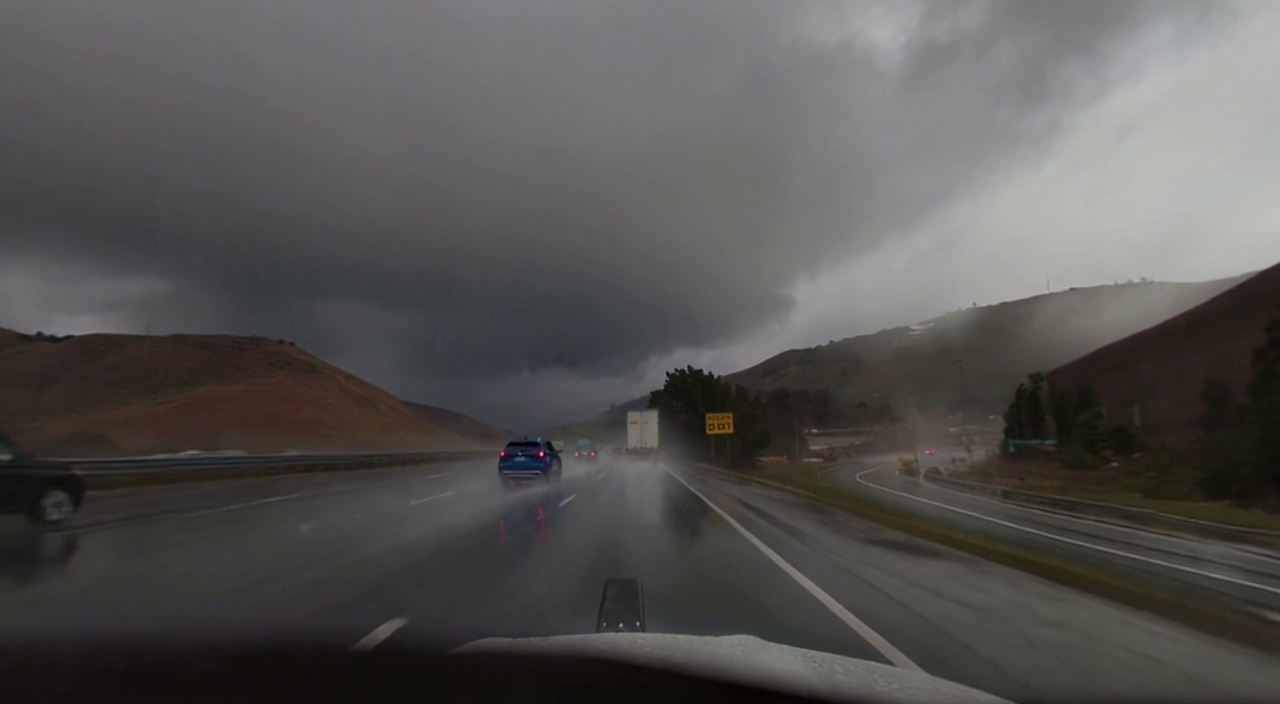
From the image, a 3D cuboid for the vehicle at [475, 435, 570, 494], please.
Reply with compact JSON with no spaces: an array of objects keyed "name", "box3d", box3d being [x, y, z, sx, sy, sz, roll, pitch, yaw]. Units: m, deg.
[{"name":"vehicle","box3d":[-3.756,3.696,21.122,2.194,1.725,4.698,0,-9,1]}]
